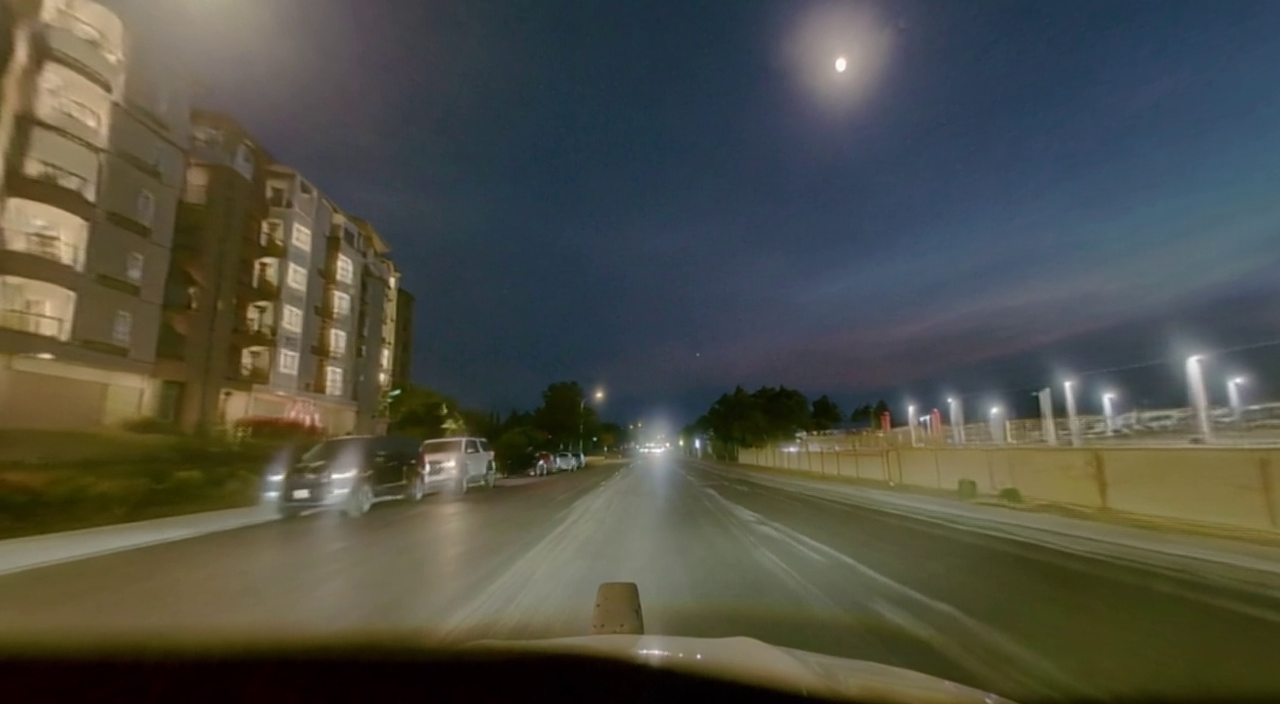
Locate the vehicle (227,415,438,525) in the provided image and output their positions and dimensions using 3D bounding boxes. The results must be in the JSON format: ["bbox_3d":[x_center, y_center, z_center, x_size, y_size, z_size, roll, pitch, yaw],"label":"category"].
[{"bbox_3d":[-6.548,2.577,14.330,2.192,1.965,4.917,2,-9,1],"label":"vehicle"}]

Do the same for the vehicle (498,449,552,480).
[{"bbox_3d":[-6.194,6.089,34.438,1.914,1.417,4.750,2,-8,1],"label":"vehicle"}]
